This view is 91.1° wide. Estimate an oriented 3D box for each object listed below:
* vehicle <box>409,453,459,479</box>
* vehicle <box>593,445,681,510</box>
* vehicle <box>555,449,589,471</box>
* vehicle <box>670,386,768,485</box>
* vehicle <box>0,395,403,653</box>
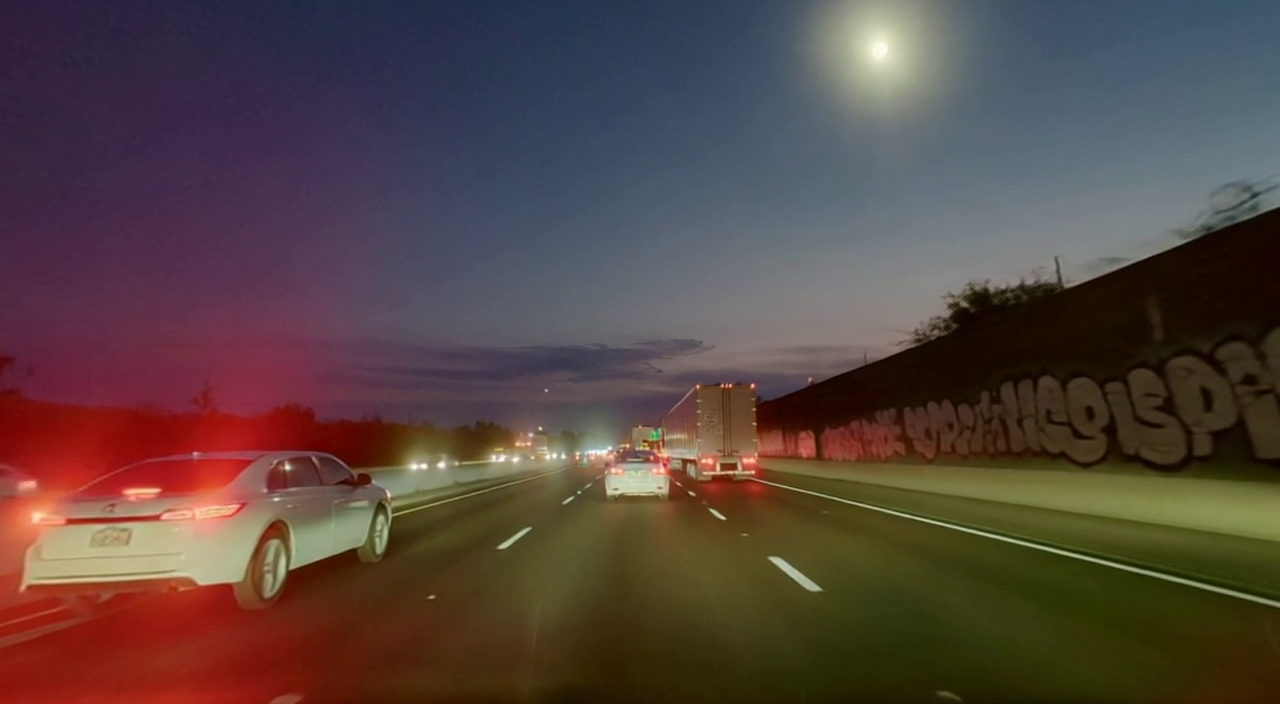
[{"bbox_3d":[-12.191,6.762,37.461,1.767,1.418,3.555,0,-9,0],"label":"vehicle"},{"bbox_3d":[-0.117,3.200,16.584,2.033,1.468,4.015,0,-9,-1],"label":"vehicle"},{"bbox_3d":[-4.929,7.941,46.327,2.067,1.481,4.085,0,-9,0],"label":"vehicle"},{"bbox_3d":[3.537,4.452,32.747,2.902,4.014,14.446,0,-9,-1],"label":"vehicle"},{"bbox_3d":[-4.433,1.534,6.739,1.988,1.750,4.711,0,-9,-1],"label":"vehicle"}]
